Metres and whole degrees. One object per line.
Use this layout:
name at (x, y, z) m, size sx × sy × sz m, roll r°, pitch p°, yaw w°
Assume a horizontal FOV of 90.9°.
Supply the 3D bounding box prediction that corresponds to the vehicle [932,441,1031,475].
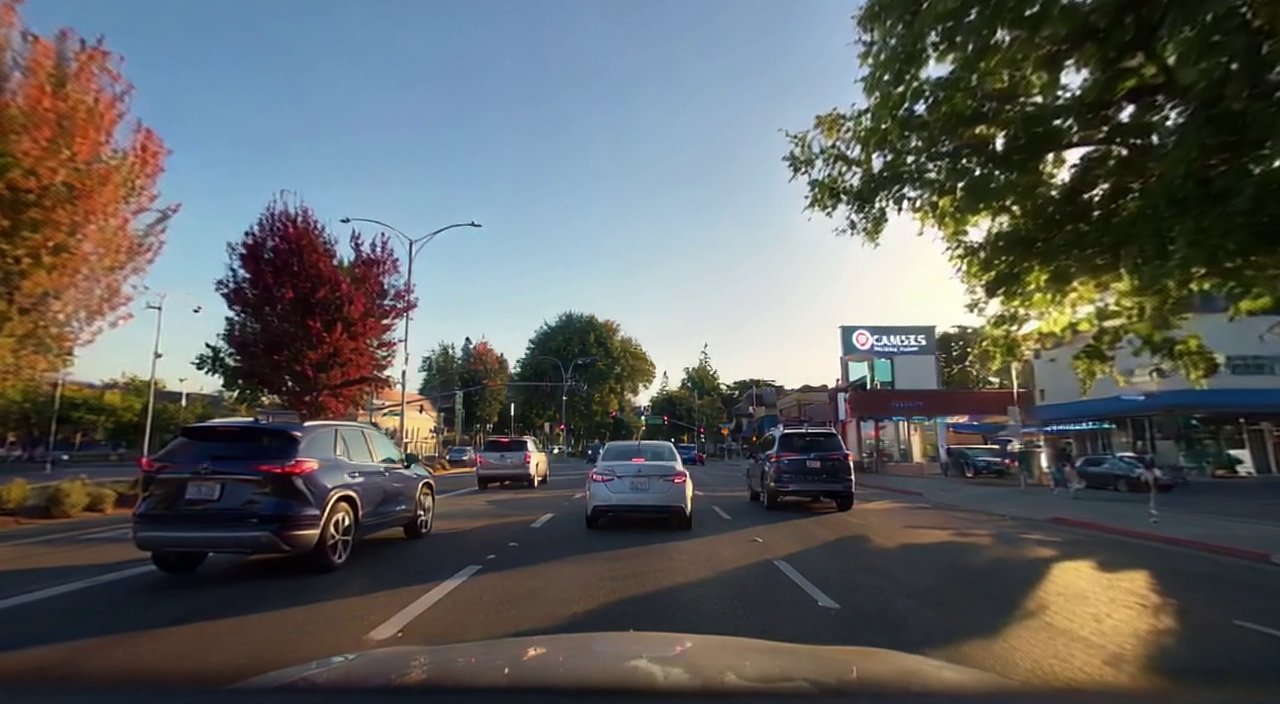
vehicle at (18.007, 5.577, 33.402) m, size 1.907 × 1.669 × 4.147 m, roll 5°, pitch -9°, yaw -28°

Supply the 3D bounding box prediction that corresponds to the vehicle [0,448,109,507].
vehicle at (-19.160, 3.765, 19.175) m, size 1.920 × 1.623 × 4.607 m, roll 0°, pitch -8°, yaw 1°

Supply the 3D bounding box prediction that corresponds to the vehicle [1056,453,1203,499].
vehicle at (17.392, 4.374, 22.750) m, size 1.860 × 1.408 × 4.631 m, roll -1°, pitch -8°, yaw 4°

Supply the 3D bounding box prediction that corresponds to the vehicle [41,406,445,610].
vehicle at (-3.940, 1.590, 7.308) m, size 1.983 × 1.685 × 3.997 m, roll 0°, pitch -8°, yaw 1°

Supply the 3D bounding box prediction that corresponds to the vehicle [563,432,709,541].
vehicle at (-0.064, 2.265, 11.276) m, size 2.121 × 1.563 × 4.031 m, roll 0°, pitch -8°, yaw 0°

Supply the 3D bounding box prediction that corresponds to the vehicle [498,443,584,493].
vehicle at (-3.208, 3.870, 21.422) m, size 2.126 × 1.490 × 4.265 m, roll 0°, pitch -8°, yaw 2°

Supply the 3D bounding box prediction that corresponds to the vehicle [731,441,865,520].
vehicle at (3.354, 2.791, 14.302) m, size 1.979 × 1.485 × 4.207 m, roll 0°, pitch -8°, yaw 0°
